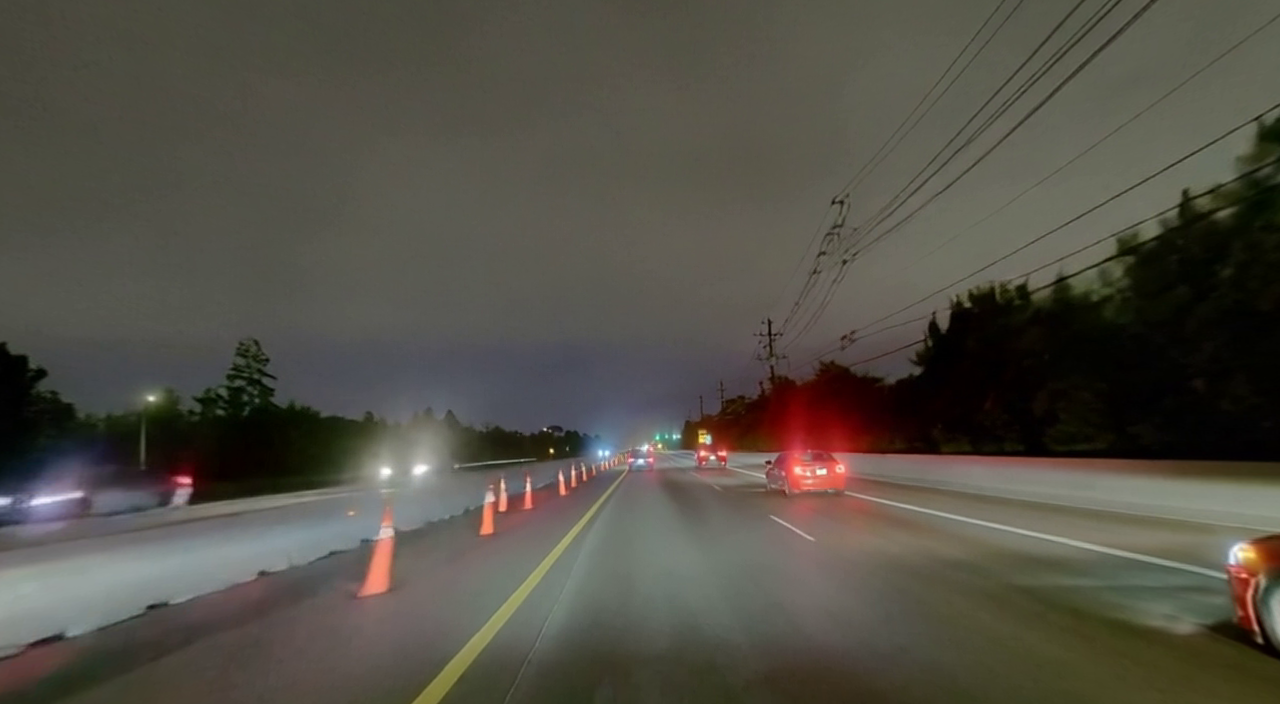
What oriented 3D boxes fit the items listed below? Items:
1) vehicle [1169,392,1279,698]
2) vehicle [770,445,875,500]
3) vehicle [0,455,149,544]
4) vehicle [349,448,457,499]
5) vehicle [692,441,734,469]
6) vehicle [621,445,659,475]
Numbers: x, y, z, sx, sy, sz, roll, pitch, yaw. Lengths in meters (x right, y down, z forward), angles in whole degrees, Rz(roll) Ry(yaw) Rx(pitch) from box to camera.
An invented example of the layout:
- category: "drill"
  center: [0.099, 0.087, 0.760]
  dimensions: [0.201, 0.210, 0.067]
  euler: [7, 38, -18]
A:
- category: "vehicle"
  center: [4.287, 0.752, 1.584]
  dimensions: [1.997, 1.568, 4.529]
  euler: [0, -8, 1]
- category: "vehicle"
  center: [5.227, 3.481, 18.634]
  dimensions: [1.881, 1.409, 4.016]
  euler: [0, -8, 0]
- category: "vehicle"
  center: [-12.158, 2.779, 12.061]
  dimensions: [2.129, 1.471, 4.192]
  euler: [-2, -8, 1]
- category: "vehicle"
  center: [-8.136, 4.172, 22.188]
  dimensions: [1.856, 1.539, 4.679]
  euler: [-1, -8, 2]
- category: "vehicle"
  center: [5.381, 7.723, 47.463]
  dimensions: [2.559, 1.943, 5.610]
  euler: [0, -8, 1]
- category: "vehicle"
  center: [0.008, 6.179, 36.386]
  dimensions: [2.096, 1.583, 4.150]
  euler: [0, -8, 0]
